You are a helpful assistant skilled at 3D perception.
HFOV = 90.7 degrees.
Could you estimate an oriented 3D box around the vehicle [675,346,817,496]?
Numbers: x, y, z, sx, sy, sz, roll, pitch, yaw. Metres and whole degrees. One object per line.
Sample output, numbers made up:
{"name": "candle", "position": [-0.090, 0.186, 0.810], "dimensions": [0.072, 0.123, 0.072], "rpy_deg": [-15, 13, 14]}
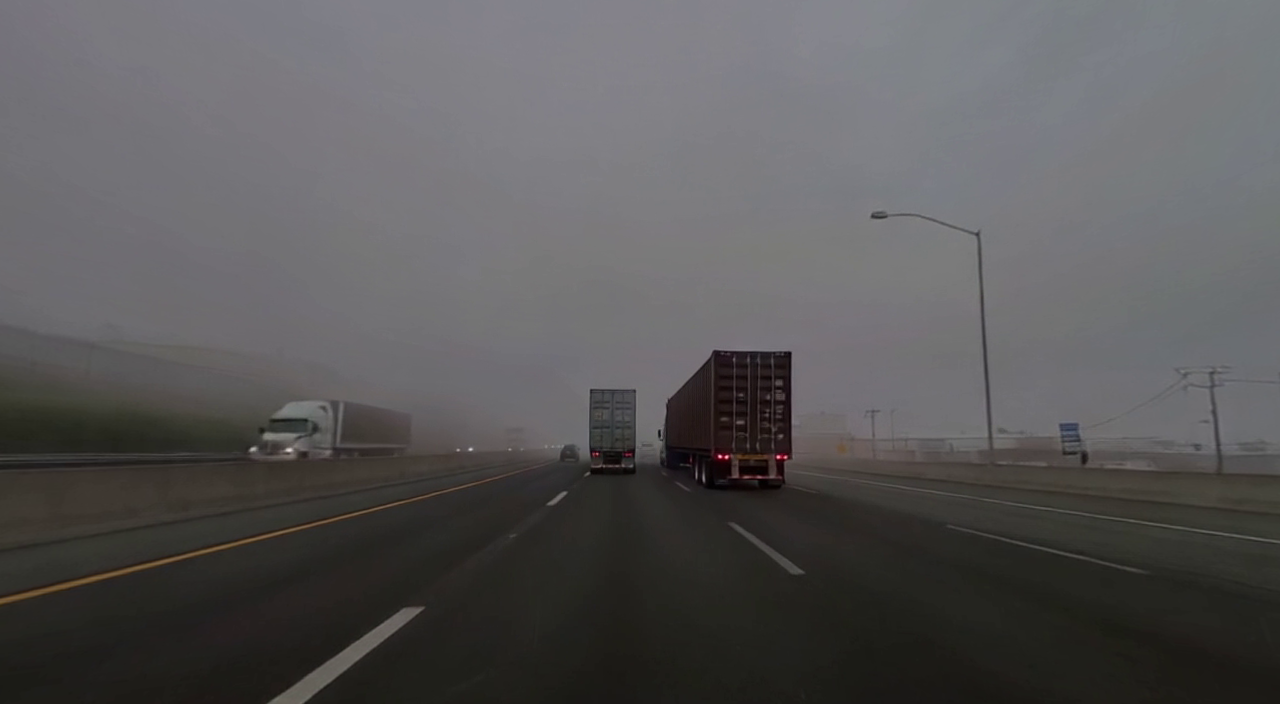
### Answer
{"name": "vehicle", "position": [3.200, 2.788, 23.557], "dimensions": [2.803, 4.072, 12.744], "rpy_deg": [0, -9, -1]}

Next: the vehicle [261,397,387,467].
{"name": "vehicle", "position": [-21.676, 5.757, 44.731], "dimensions": [3.084, 4.220, 12.355], "rpy_deg": [0, -9, -3]}

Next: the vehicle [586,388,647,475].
{"name": "vehicle", "position": [-1.211, 4.613, 35.767], "dimensions": [2.841, 4.071, 12.046], "rpy_deg": [0, -9, -1]}
